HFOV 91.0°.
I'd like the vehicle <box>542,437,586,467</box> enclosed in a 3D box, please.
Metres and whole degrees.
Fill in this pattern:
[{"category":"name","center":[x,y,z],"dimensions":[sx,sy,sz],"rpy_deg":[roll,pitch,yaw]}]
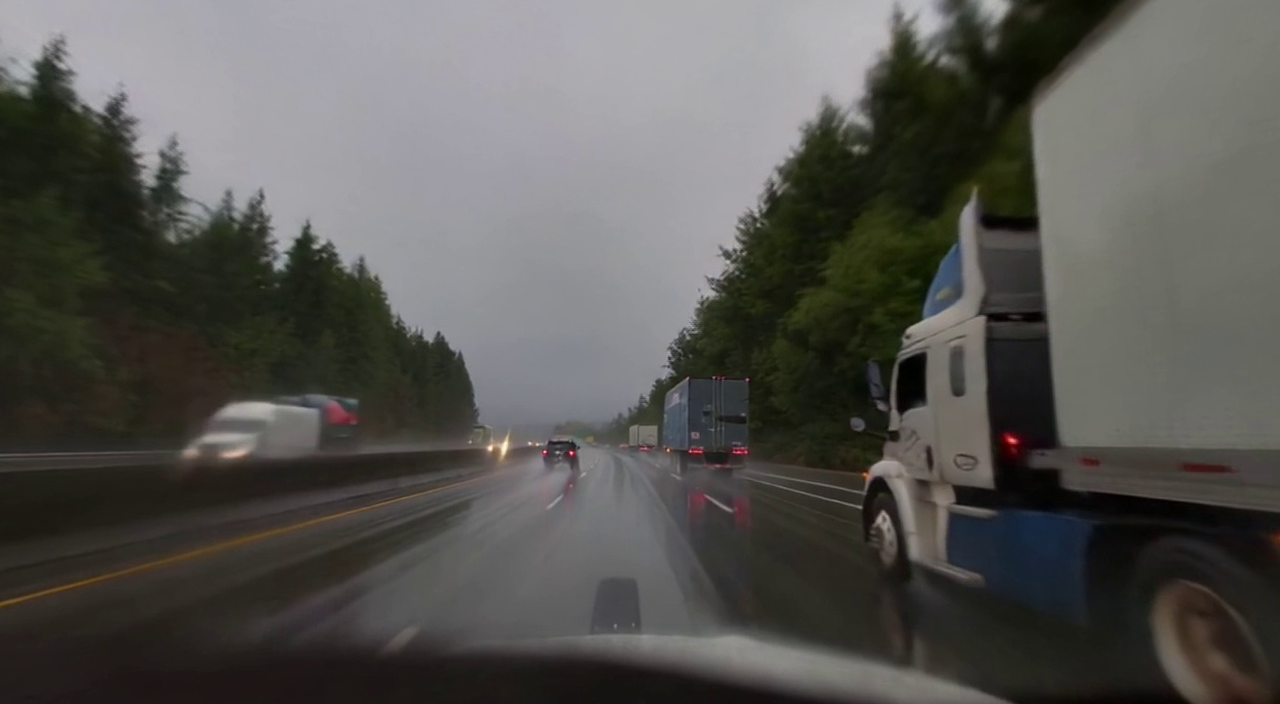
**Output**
[{"category":"vehicle","center":[-4.451,5.962,37.662],"dimensions":[2.206,1.644,4.027],"rpy_deg":[0,-8,-1]}]

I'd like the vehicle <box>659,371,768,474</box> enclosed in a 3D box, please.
[{"category":"vehicle","center":[3.062,3.704,31.478],"dimensions":[3.116,3.992,13.748],"rpy_deg":[0,-8,-3]}]

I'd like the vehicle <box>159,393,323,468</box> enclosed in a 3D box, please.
[{"category":"vehicle","center":[-15.943,3.270,25.805],"dimensions":[2.803,2.673,6.158],"rpy_deg":[0,-8,-2]}]
